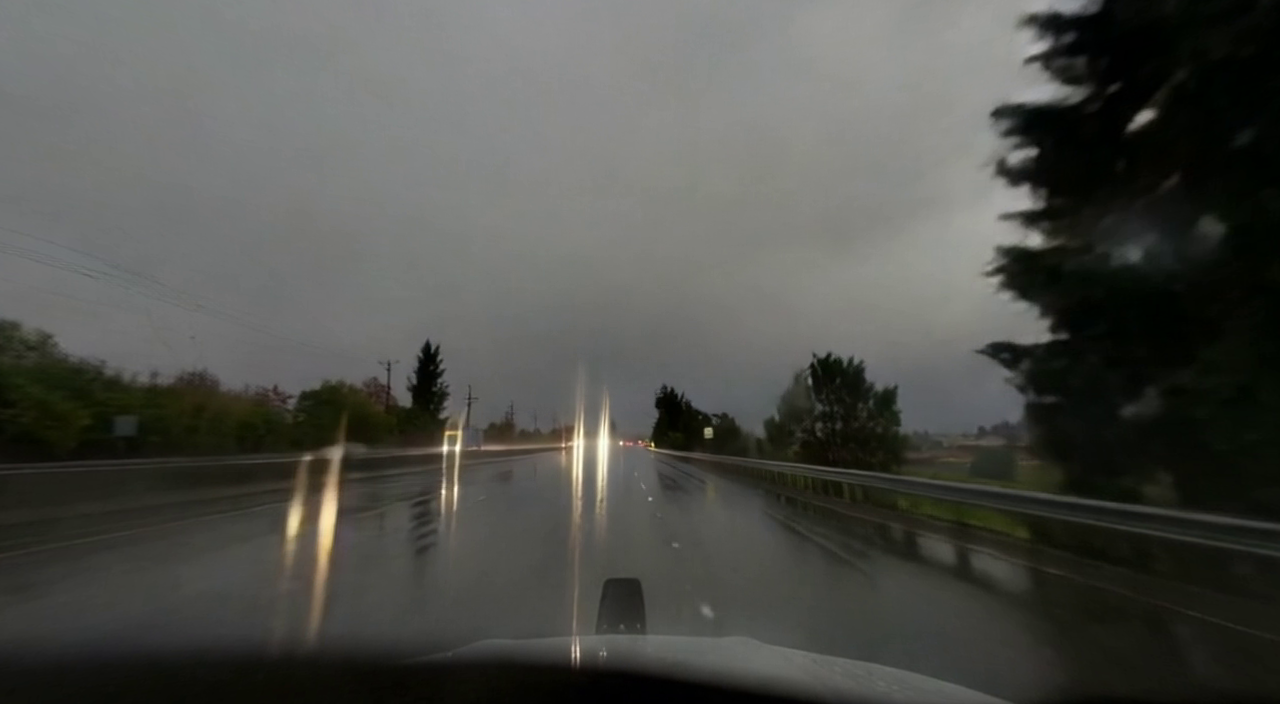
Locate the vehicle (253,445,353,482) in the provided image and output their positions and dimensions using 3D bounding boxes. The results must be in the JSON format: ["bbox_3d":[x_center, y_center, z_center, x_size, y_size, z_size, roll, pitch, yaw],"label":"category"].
[{"bbox_3d":[-14.674,4.880,27.809,1.954,1.491,4.602,0,-9,-2],"label":"vehicle"}]
